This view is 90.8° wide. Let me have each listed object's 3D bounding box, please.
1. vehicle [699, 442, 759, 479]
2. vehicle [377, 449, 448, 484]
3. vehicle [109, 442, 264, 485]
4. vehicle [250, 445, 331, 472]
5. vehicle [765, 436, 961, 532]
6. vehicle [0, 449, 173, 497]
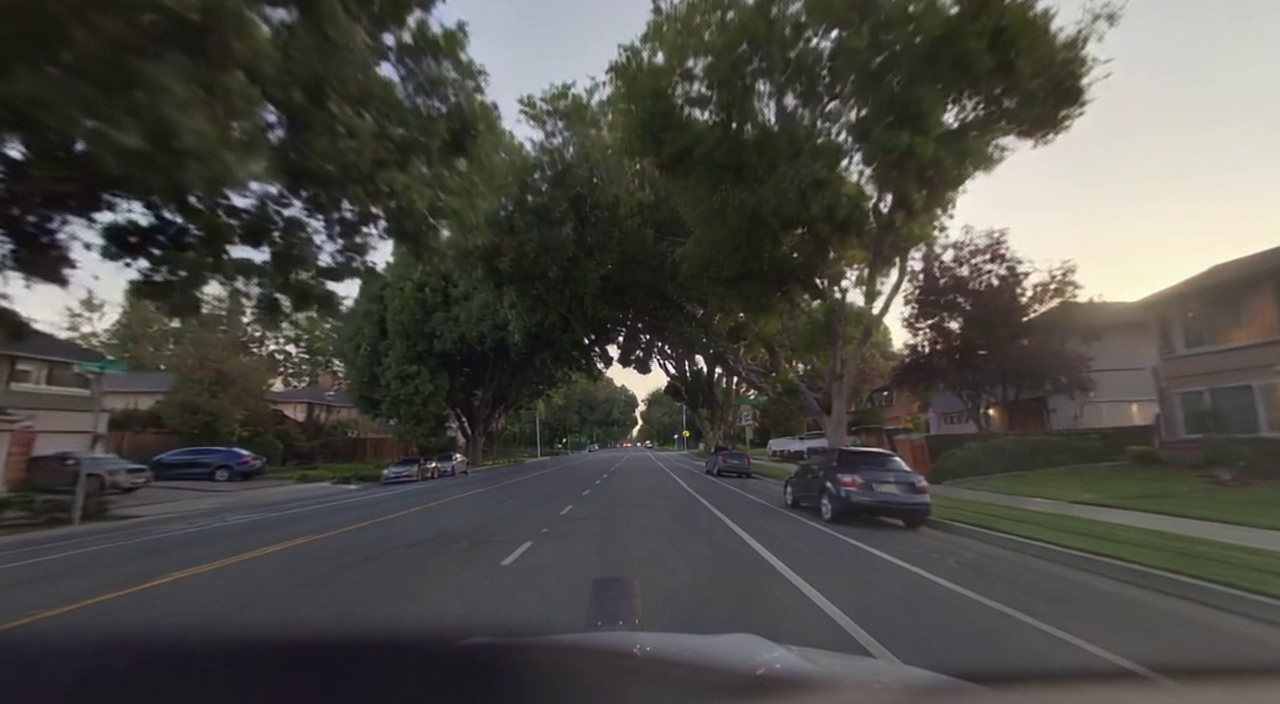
[{"bbox_3d":[3.947,4.903,28.884,2.002,1.493,4.652,0,-8,-1],"label":"vehicle"},{"bbox_3d":[-10.971,5.515,30.770,1.895,1.551,4.229,-1,-8,0],"label":"vehicle"},{"bbox_3d":[-20.059,4.924,28.144,5.216,1.780,2.045,0,-9,-1],"label":"vehicle"},{"bbox_3d":[-23.798,7.239,43.159,4.304,1.755,2.047,0,-8,-1],"label":"vehicle"},{"bbox_3d":[4.090,2.485,12.593,1.997,1.510,4.555,0,-8,-4],"label":"vehicle"},{"bbox_3d":[-19.230,4.150,21.900,4.446,1.534,2.018,-1,-9,2],"label":"vehicle"}]
